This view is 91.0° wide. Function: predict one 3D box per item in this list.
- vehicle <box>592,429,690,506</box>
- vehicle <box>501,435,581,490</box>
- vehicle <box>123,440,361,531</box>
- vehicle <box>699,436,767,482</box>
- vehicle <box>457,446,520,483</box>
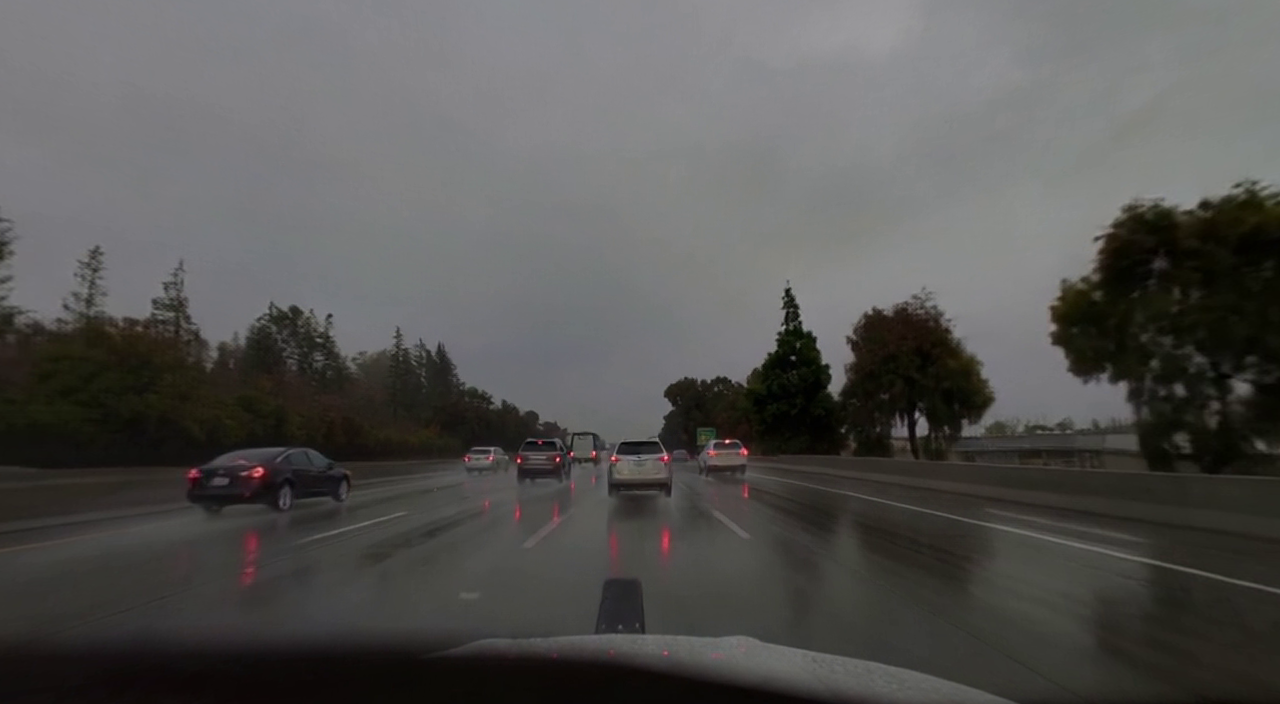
[{"bbox_3d":[0.050,2.949,16.492,2.223,1.722,4.177,0,-9,1],"label":"vehicle"},{"bbox_3d":[-3.476,3.964,22.952,2.142,1.808,4.266,0,-9,1],"label":"vehicle"},{"bbox_3d":[-7.743,2.594,12.936,1.927,1.514,4.474,0,-9,0],"label":"vehicle"},{"bbox_3d":[4.013,4.722,28.139,2.175,1.830,5.173,0,-9,-1],"label":"vehicle"},{"bbox_3d":[-7.112,5.278,29.982,1.931,1.617,4.060,0,-9,0],"label":"vehicle"}]
